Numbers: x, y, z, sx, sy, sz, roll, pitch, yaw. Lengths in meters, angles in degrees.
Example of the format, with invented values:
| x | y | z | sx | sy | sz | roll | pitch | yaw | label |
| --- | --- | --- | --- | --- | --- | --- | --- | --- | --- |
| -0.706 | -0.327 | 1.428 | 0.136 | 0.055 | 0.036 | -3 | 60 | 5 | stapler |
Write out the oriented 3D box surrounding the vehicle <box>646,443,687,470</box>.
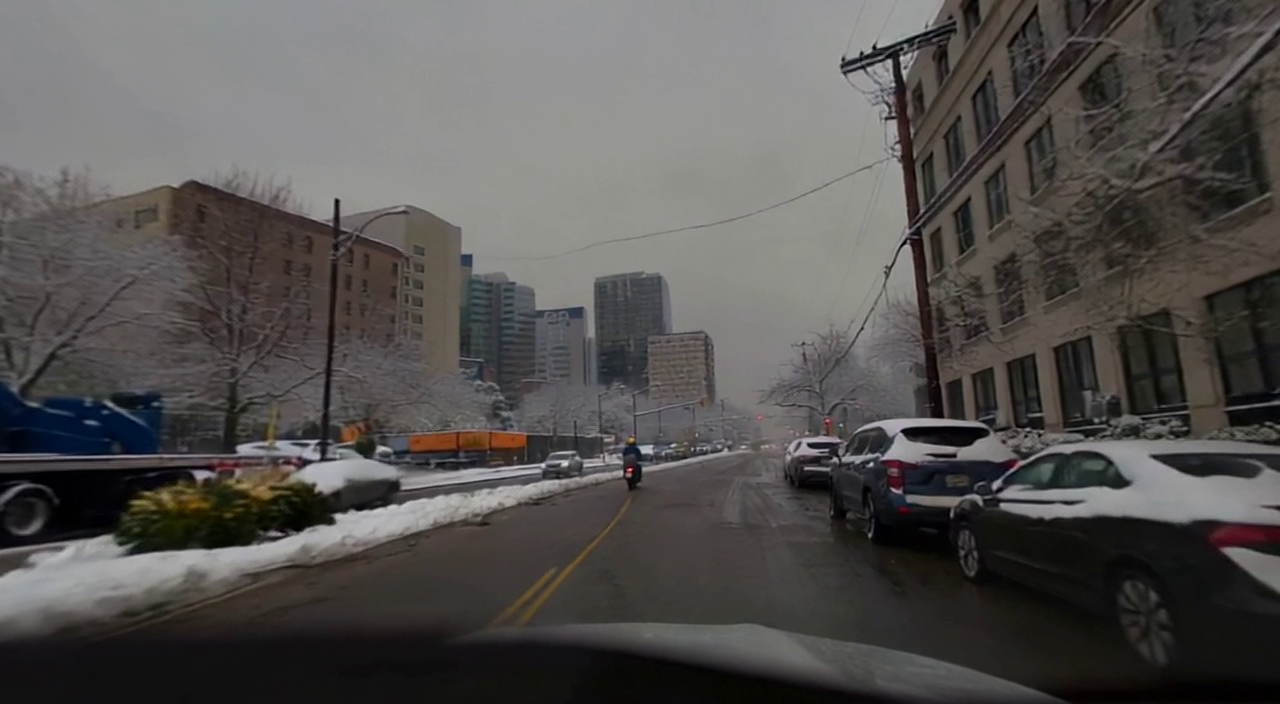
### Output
| x | y | z | sx | sy | sz | roll | pitch | yaw | label |
| --- | --- | --- | --- | --- | --- | --- | --- | --- | --- |
| 1.760 | 6.683 | 40.601 | 1.925 | 1.602 | 4.090 | -2 | -9 | 12 | vehicle |

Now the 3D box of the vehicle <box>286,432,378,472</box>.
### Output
| x | y | z | sx | sy | sz | roll | pitch | yaw | label |
| --- | --- | --- | --- | --- | --- | --- | --- | --- | --- |
| -23.722 | 7.717 | 49.076 | 2.933 | 2.907 | 6.416 | -3 | -8 | 13 | vehicle |

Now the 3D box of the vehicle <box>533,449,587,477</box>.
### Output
| x | y | z | sx | sy | sz | roll | pitch | yaw | label |
| --- | --- | --- | --- | --- | --- | --- | --- | --- | --- |
| -4.949 | 6.917 | 39.644 | 1.905 | 1.536 | 4.714 | -2 | -9 | 12 | vehicle |

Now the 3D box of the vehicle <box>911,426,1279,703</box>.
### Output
| x | y | z | sx | sy | sz | roll | pitch | yaw | label |
| --- | --- | --- | --- | --- | --- | --- | --- | --- | --- |
| 3.976 | 1.396 | 5.078 | 1.826 | 1.469 | 4.608 | -1 | -8 | 4 | vehicle |

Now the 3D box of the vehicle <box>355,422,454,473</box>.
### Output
| x | y | z | sx | sy | sz | roll | pitch | yaw | label |
| --- | --- | --- | --- | --- | --- | --- | --- | --- | --- |
| -17.586 | 7.220 | 48.126 | 3.283 | 3.441 | 8.669 | -3 | -8 | 8 | vehicle |

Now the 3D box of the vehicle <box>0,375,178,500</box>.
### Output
| x | y | z | sx | sy | sz | roll | pitch | yaw | label |
| --- | --- | --- | --- | --- | --- | --- | --- | --- | --- |
| -19.918 | 2.062 | 15.207 | 3.442 | 3.445 | 16.952 | -2 | -8 | 6 | vehicle |

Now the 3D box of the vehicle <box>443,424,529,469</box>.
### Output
| x | y | z | sx | sy | sz | roll | pitch | yaw | label |
| --- | --- | --- | --- | --- | --- | --- | --- | --- | --- |
| -11.636 | 7.309 | 48.897 | 2.990 | 3.144 | 9.080 | -2 | -9 | 10 | vehicle |
